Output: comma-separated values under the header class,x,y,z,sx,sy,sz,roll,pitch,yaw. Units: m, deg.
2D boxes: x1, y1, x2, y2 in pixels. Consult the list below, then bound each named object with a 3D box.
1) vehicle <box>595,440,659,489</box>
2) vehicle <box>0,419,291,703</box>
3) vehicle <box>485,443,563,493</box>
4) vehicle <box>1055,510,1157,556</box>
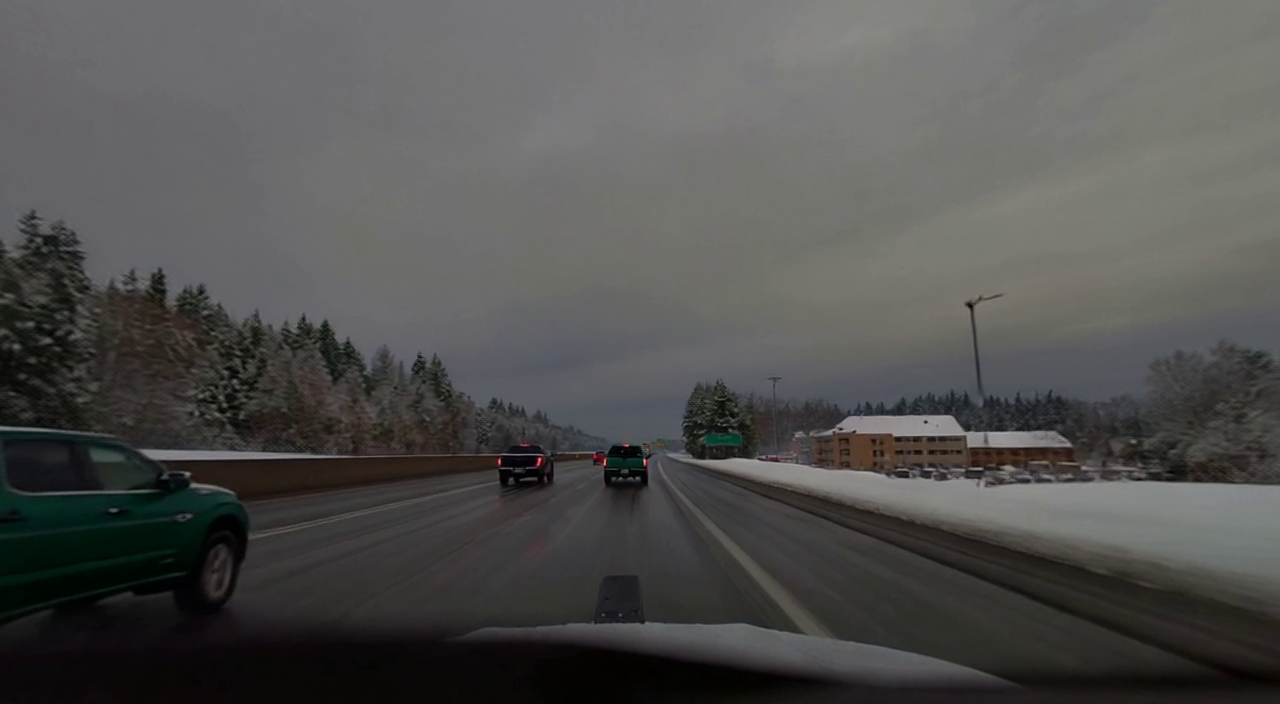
class,x,y,z,sx,sy,sz,roll,pitch,yaw
vehicle,-0.427,4.405,25.028,2.293,1.753,4.380,0,-9,1
vehicle,-4.131,1.129,3.460,1.936,1.470,4.402,0,-9,0
vehicle,-4.338,4.414,24.566,2.038,1.704,5.181,0,-9,0
vehicle,23.048,8.926,31.483,1.956,1.594,4.425,-1,-8,4
